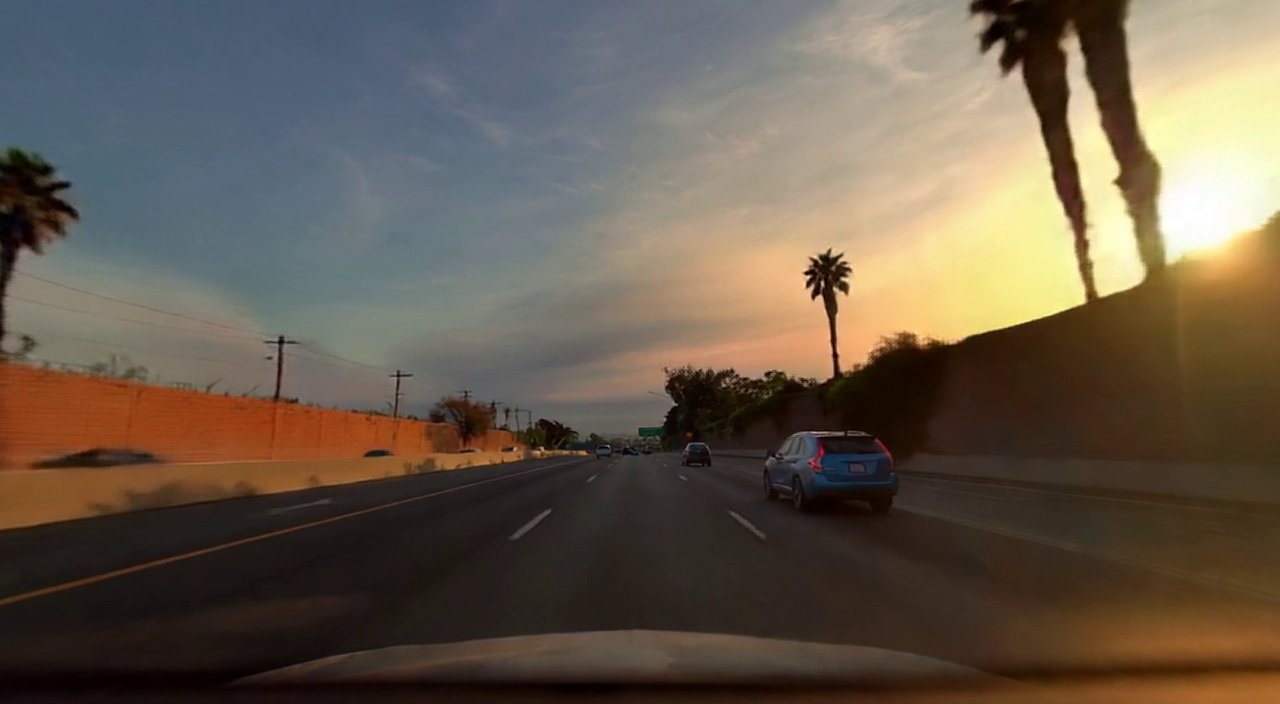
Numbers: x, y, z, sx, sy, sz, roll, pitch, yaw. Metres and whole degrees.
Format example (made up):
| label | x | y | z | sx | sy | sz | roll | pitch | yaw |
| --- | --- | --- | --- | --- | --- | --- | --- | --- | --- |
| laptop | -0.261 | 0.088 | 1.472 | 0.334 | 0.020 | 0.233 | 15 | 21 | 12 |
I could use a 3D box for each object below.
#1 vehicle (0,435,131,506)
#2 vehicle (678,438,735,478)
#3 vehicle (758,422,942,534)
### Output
| label | x | y | z | sx | sy | sz | roll | pitch | yaw |
| --- | --- | --- | --- | --- | --- | --- | --- | --- | --- |
| vehicle | -15.828 | 2.896 | 15.696 | 2.018 | 1.635 | 5.236 | 0 | -8 | 0 |
| vehicle | 2.961 | 4.868 | 29.227 | 2.045 | 1.688 | 4.313 | 0 | -8 | -2 |
| vehicle | 3.616 | 2.242 | 11.828 | 1.910 | 1.696 | 4.187 | 0 | -8 | -1 |
